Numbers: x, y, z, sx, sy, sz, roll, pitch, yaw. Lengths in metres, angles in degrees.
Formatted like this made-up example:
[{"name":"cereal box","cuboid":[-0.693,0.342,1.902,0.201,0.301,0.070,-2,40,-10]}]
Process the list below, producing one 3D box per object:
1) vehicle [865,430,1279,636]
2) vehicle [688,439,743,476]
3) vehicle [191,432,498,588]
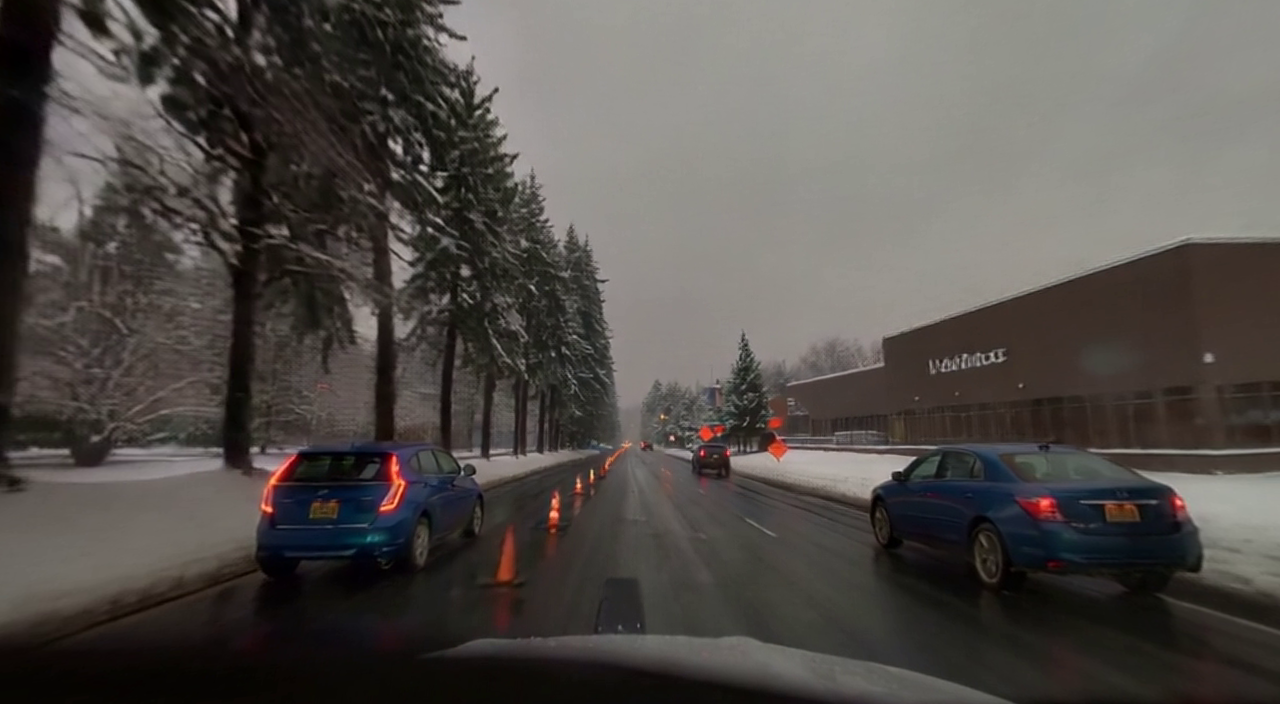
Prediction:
[{"name":"vehicle","cuboid":[4.011,1.624,6.605,1.827,1.491,3.743,0,-9,-1]},{"name":"vehicle","cuboid":[3.901,5.556,33.471,2.159,1.793,4.735,0,-9,-2]},{"name":"vehicle","cuboid":[-3.321,1.839,8.201,2.020,1.474,4.098,0,-9,-1]}]
